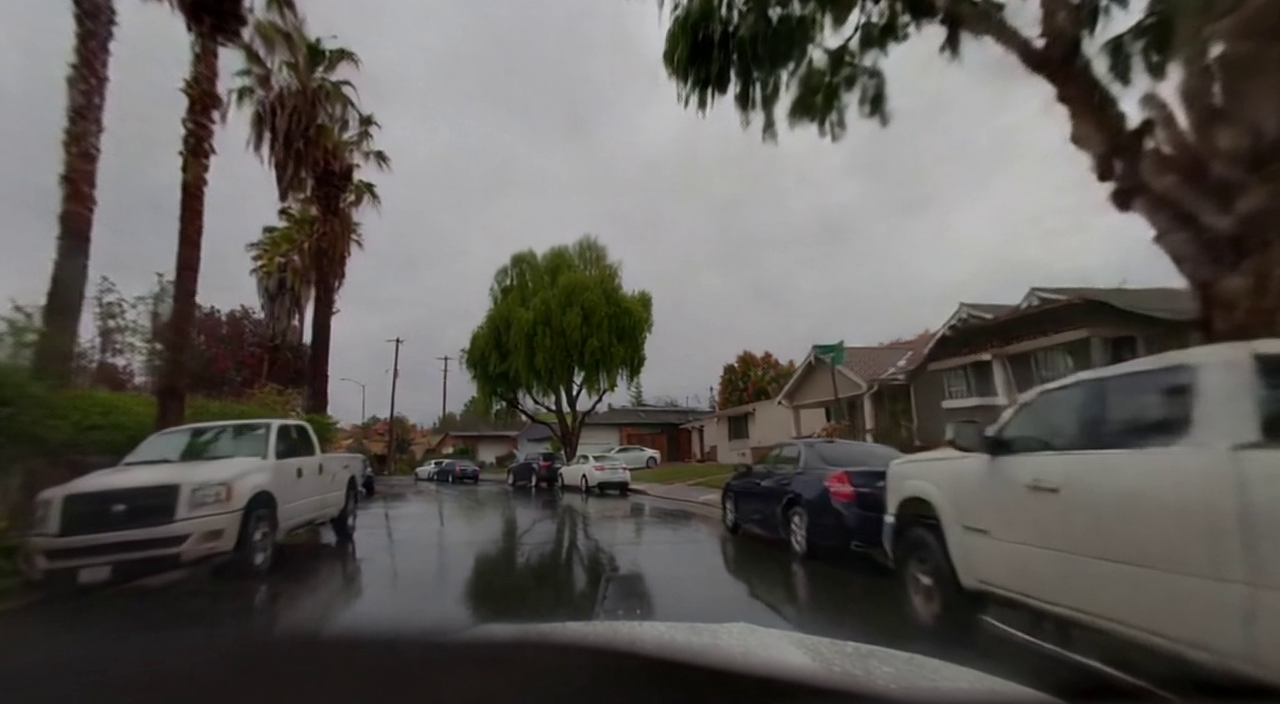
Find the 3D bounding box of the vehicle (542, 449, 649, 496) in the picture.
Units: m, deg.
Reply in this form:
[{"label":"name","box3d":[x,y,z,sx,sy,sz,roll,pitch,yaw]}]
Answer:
[{"label":"vehicle","box3d":[-1.784,4.336,23.188,2.108,1.503,4.977,4,-9,-27]}]

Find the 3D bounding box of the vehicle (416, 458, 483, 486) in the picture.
[{"label":"vehicle","box3d":[-11.783,7.331,38.675,2.006,1.484,4.768,8,-11,-42]}]

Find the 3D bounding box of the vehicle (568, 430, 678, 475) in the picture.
[{"label":"vehicle","box3d":[-0.881,5.440,34.277,5.510,2.121,2.129,-1,-9,18]}]

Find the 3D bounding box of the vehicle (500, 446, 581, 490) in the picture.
[{"label":"vehicle","box3d":[-4.516,5.075,27.939,1.918,1.753,4.655,5,-10,-31]}]

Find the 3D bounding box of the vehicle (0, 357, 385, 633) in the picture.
[{"label":"vehicle","box3d":[-5.614,1.782,8.895,2.337,2.289,6.092,-6,-8,-11]}]

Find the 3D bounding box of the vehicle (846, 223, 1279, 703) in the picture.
[{"label":"vehicle","box3d":[2.925,0.762,2.804,2.139,1.997,4.864,0,-8,-3]}]
